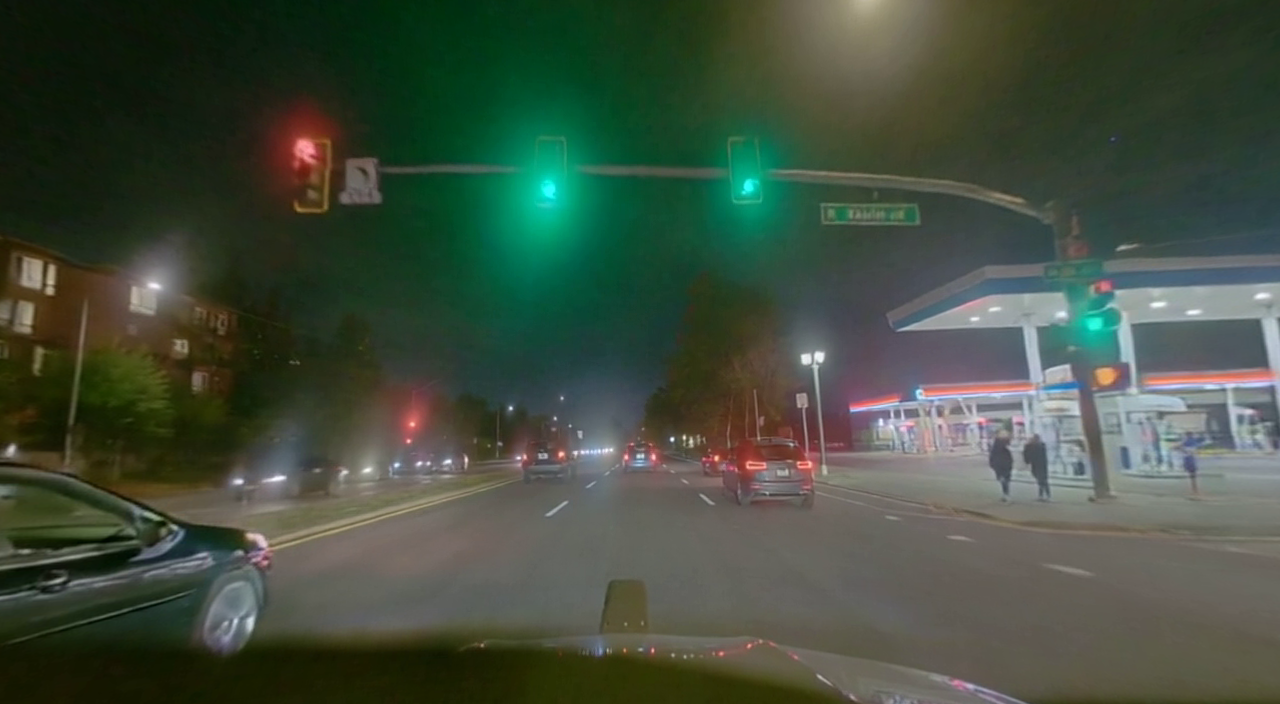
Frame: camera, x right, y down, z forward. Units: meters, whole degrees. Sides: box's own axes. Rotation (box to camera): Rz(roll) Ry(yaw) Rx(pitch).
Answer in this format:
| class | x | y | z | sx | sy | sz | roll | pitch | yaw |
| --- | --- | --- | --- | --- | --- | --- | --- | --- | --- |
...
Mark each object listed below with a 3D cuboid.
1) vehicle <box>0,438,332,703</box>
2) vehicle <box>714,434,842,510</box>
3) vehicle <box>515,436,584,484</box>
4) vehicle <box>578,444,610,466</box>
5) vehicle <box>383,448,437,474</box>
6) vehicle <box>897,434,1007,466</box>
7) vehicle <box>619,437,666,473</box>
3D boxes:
| class | x | y | z | sx | sy | sz | roll | pitch | yaw |
| --- | --- | --- | --- | --- | --- | --- | --- | --- | --- |
| vehicle | -3.310 | 1.011 | 2.377 | 2.013 | 1.354 | 4.393 | 0 | -8 | 1 |
| vehicle | 3.057 | 2.765 | 15.022 | 1.919 | 1.502 | 4.572 | 0 | -8 | -1 |
| vehicle | -3.323 | 4.047 | 23.929 | 1.988 | 1.645 | 3.995 | 0 | -8 | 1 |
| vehicle | -3.204 | 7.223 | 44.500 | 1.901 | 1.483 | 4.372 | 0 | -8 | 0 |
| vehicle | -15.116 | 7.153 | 41.642 | 1.905 | 1.613 | 4.331 | 0 | -8 | 1 |
| vehicle | 16.579 | 5.236 | 33.775 | 1.860 | 1.587 | 4.949 | 5 | -10 | -30 |
| vehicle | 0.105 | 5.182 | 31.760 | 2.192 | 1.674 | 4.124 | 0 | -8 | 0 |
